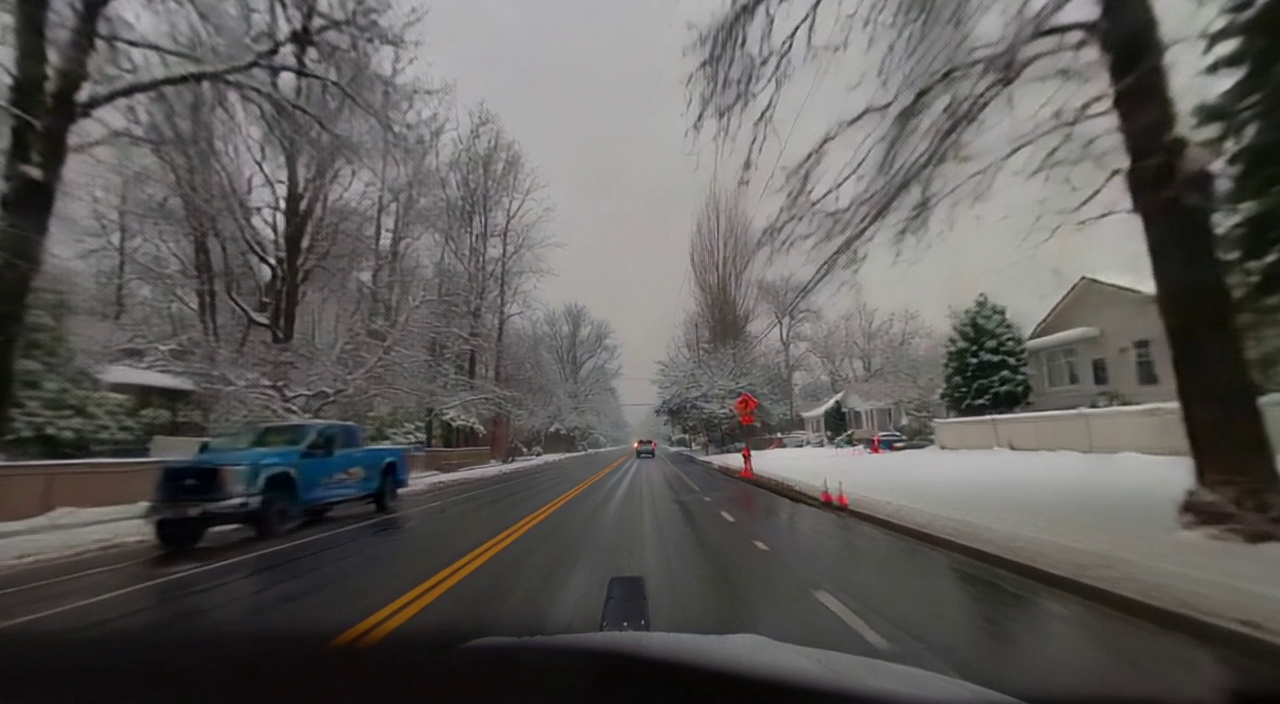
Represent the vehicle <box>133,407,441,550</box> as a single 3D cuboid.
[{"bbox_3d":[-6.905,2.498,13.306,2.517,2.323,5.205,-3,-9,18],"label":"vehicle"}]
